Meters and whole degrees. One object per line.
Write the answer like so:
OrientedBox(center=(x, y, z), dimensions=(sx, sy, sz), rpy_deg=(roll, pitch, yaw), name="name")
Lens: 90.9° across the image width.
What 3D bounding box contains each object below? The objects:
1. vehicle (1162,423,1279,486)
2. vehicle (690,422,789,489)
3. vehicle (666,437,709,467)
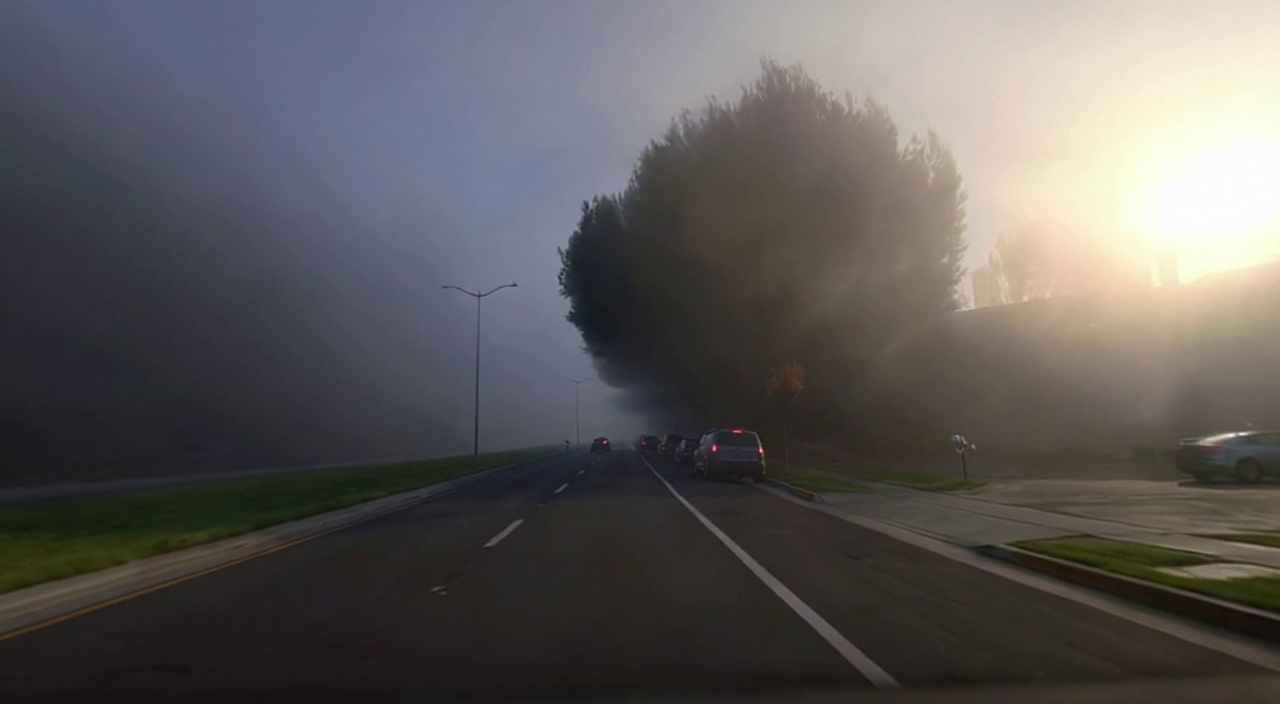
OrientedBox(center=(19.041, 3.134, 19.201), dimensions=(2.068, 1.759, 4.747), rpy_deg=(2, -8, -2), name="vehicle")
OrientedBox(center=(3.063, 3.311, 20.486), dimensions=(2.226, 1.889, 4.543), rpy_deg=(0, -8, -3), name="vehicle")
OrientedBox(center=(2.635, 5.648, 35.797), dimensions=(1.832, 1.538, 4.208), rpy_deg=(0, -8, -4), name="vehicle")
